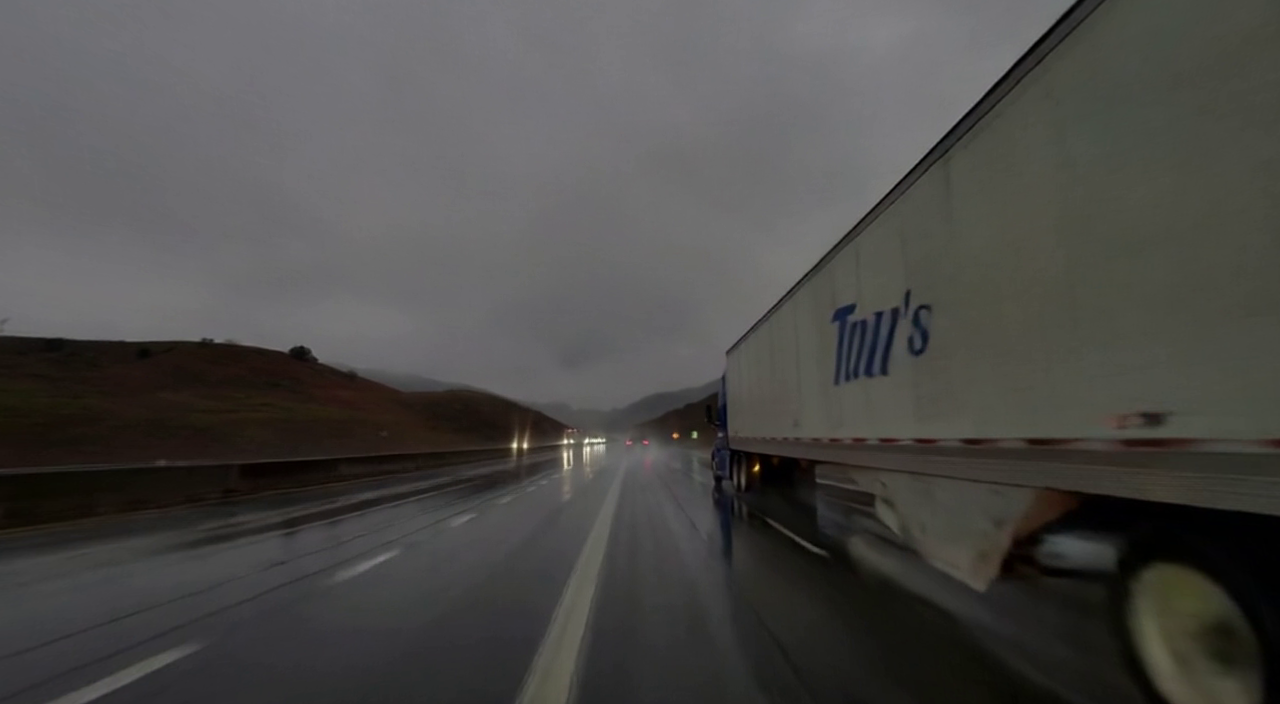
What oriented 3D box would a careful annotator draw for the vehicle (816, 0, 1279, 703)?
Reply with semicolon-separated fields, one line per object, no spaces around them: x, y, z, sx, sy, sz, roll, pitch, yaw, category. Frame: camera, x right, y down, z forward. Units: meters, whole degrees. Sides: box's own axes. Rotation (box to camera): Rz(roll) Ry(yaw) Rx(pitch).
4.134;-0.164;4.250;3.039;4.342;9.556;0;-8;0;vehicle
